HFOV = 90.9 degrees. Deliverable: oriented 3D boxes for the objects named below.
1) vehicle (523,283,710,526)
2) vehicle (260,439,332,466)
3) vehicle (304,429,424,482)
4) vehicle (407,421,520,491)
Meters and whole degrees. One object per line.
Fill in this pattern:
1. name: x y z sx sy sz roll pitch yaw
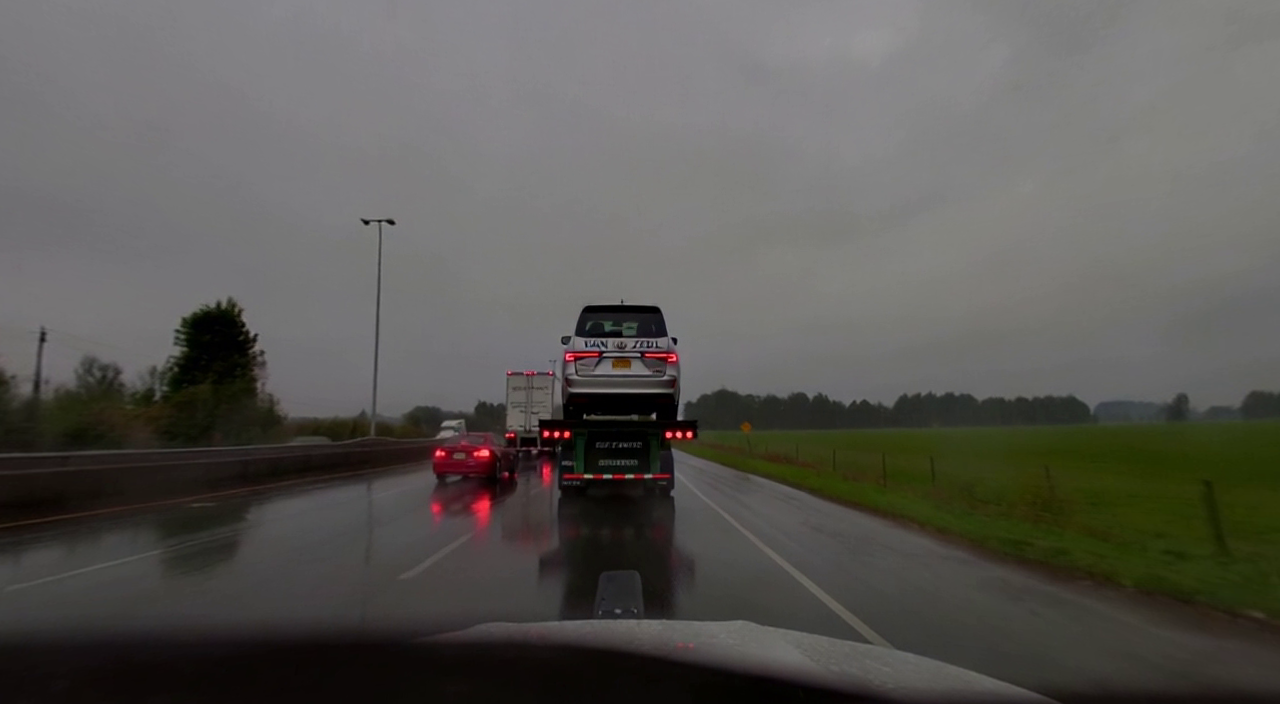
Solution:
1. vehicle: -0.453 1.339 14.001 2.738 3.628 9.223 0 -7 -1
2. vehicle: -20.766 6.071 38.257 1.860 1.465 4.608 0 -7 -1
3. vehicle: -8.931 3.361 20.938 1.897 1.524 4.790 0 -7 -1
4. vehicle: -4.697 2.799 17.467 1.914 1.675 4.331 0 -7 0
